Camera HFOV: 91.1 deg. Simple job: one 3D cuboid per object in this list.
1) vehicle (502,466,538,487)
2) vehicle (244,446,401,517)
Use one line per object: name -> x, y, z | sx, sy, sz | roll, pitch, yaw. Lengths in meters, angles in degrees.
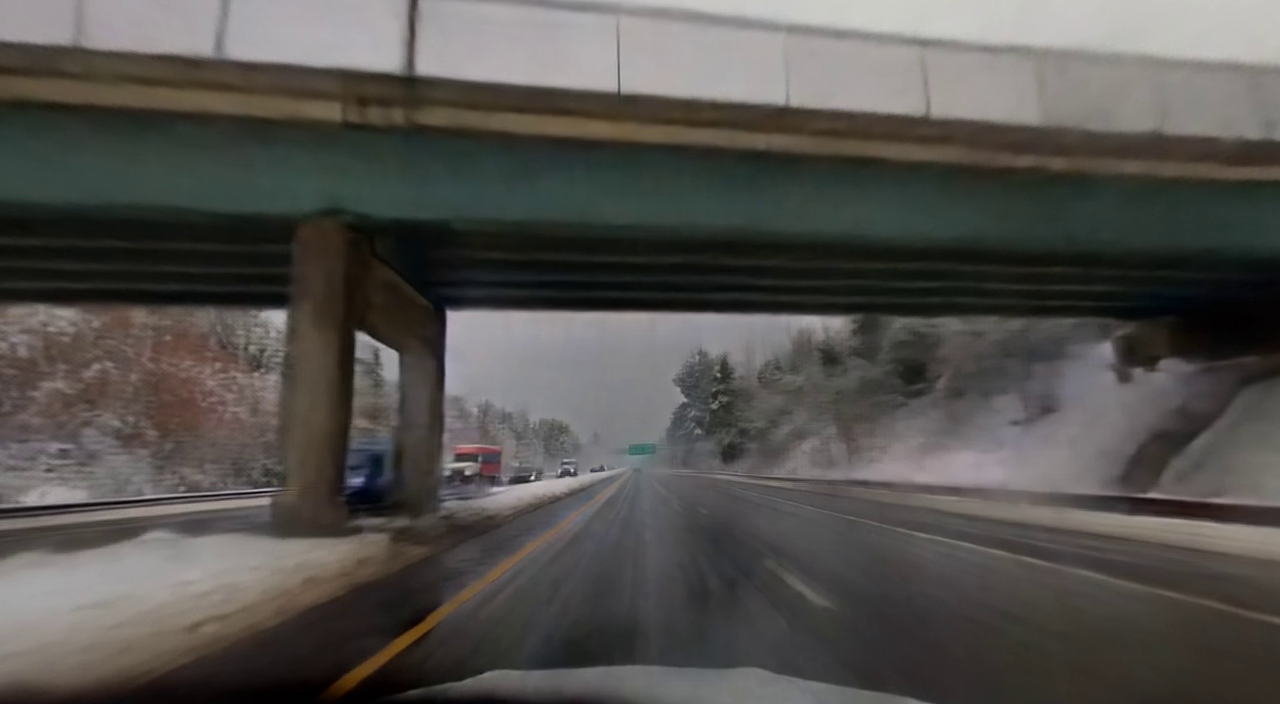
vehicle -> -9.230, 9.613, 48.606 | 1.919, 1.507, 3.887 | 1, -10, 1
vehicle -> -9.085, 3.779, 18.580 | 2.142, 1.773, 4.793 | 1, -10, -1
